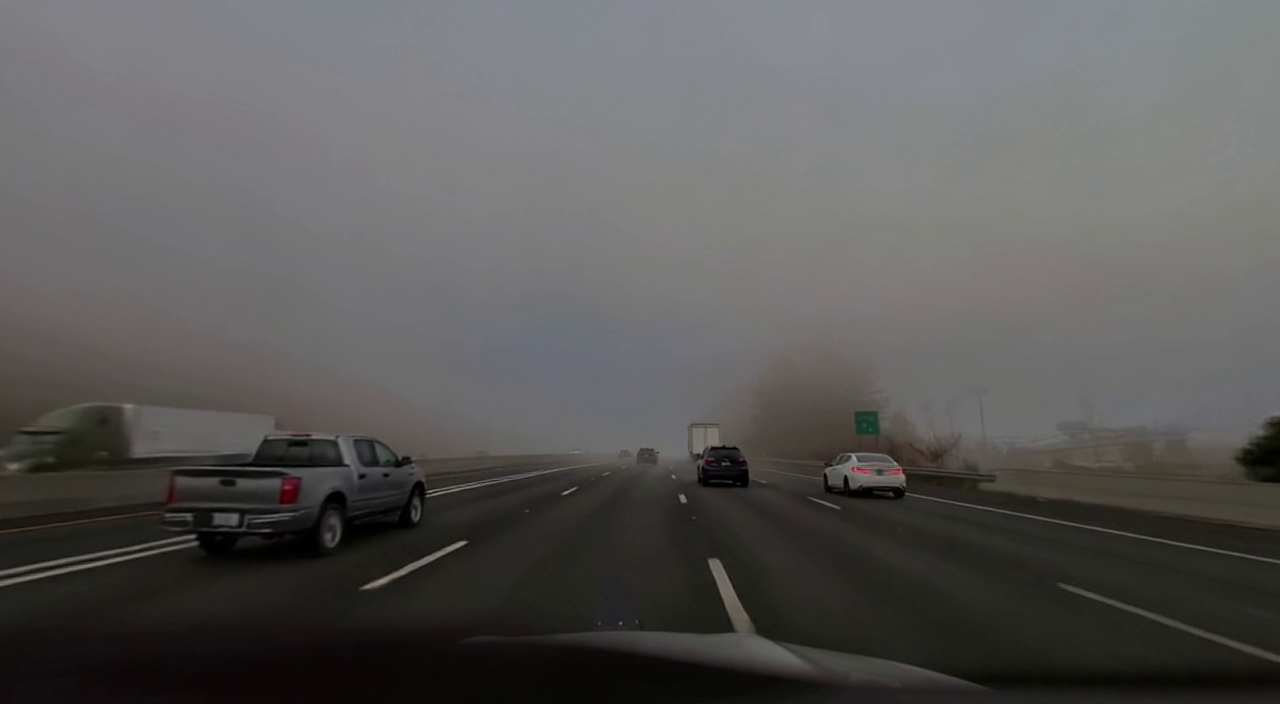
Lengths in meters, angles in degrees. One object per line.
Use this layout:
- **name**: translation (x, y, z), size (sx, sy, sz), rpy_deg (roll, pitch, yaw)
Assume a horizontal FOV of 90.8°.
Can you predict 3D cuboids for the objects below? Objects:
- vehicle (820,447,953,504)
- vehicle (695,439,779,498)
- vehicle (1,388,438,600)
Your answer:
- **vehicle**: translation (7.237, 3.641, 19.190), size (2.146, 1.482, 4.665), rpy_deg (0, -8, 0)
- **vehicle**: translation (3.090, 3.823, 21.169), size (2.103, 1.717, 4.399), rpy_deg (0, -8, 0)
- **vehicle**: translation (-4.633, 1.655, 8.351), size (2.036, 1.892, 5.214), rpy_deg (0, -8, 2)
